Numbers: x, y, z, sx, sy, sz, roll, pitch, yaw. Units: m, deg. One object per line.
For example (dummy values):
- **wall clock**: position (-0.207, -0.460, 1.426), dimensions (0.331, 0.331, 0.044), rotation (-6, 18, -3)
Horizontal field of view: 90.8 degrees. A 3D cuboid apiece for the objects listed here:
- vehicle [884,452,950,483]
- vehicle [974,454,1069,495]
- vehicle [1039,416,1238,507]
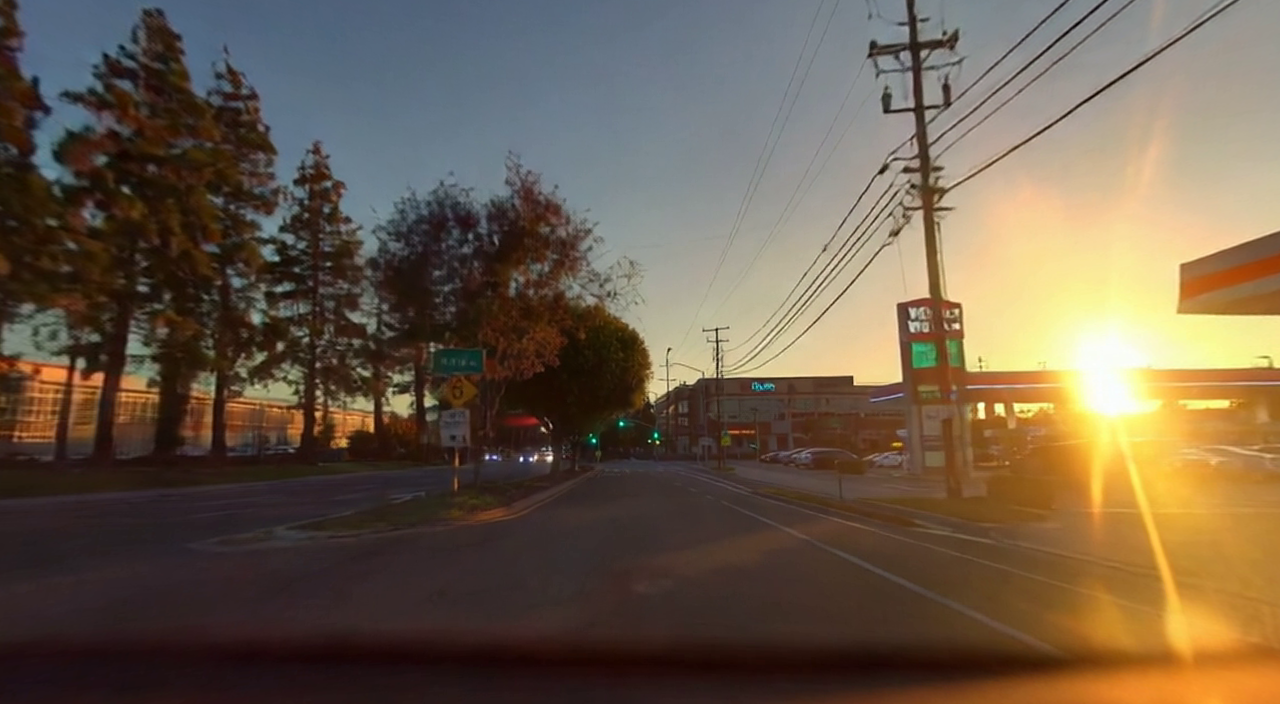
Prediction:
- **vehicle**: position (18.347, 7.580, 41.733), dimensions (4.694, 1.845, 2.086), rotation (7, -11, -40)
- **vehicle**: position (18.190, 5.824, 30.406), dimensions (2.041, 1.674, 4.301), rotation (2, -9, 2)
- **vehicle**: position (18.070, 3.997, 23.512), dimensions (2.642, 2.930, 5.826), rotation (0, -8, 1)
